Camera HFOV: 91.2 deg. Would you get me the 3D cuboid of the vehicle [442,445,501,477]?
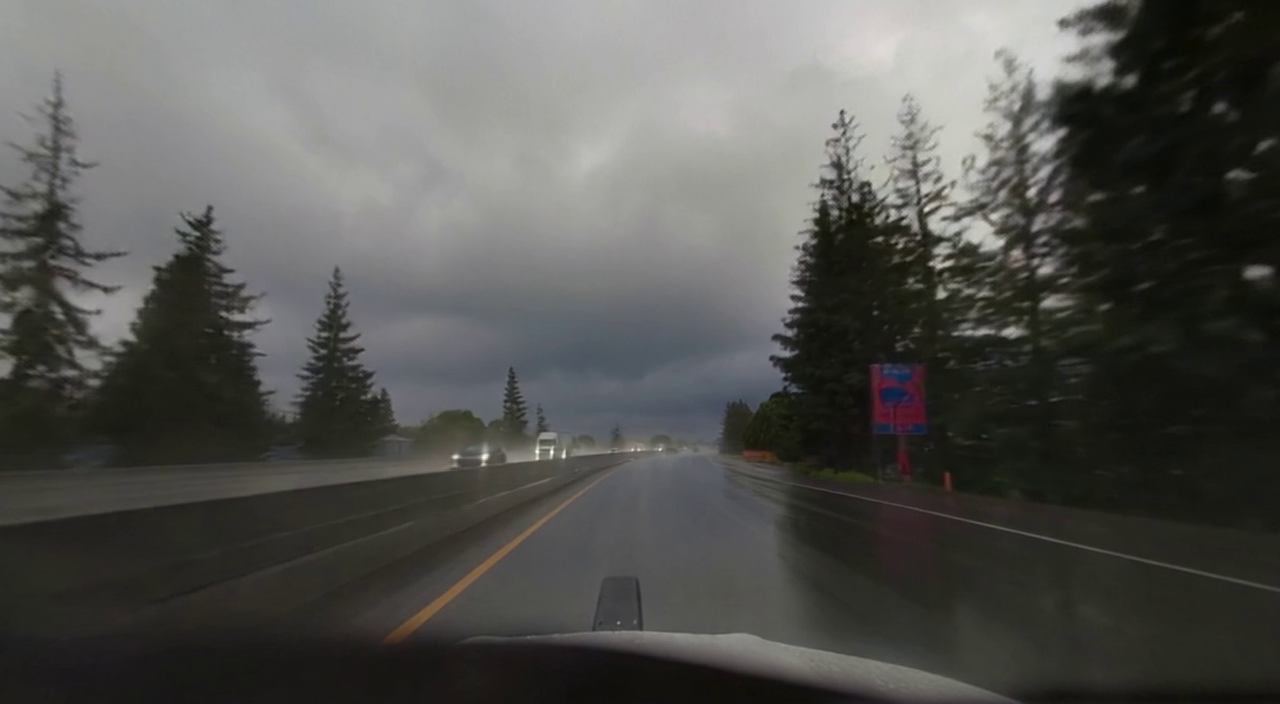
[{"bbox_3d":[-9.156,5.935,34.330,2.028,1.607,4.273,0,-9,0],"label":"vehicle"}]
